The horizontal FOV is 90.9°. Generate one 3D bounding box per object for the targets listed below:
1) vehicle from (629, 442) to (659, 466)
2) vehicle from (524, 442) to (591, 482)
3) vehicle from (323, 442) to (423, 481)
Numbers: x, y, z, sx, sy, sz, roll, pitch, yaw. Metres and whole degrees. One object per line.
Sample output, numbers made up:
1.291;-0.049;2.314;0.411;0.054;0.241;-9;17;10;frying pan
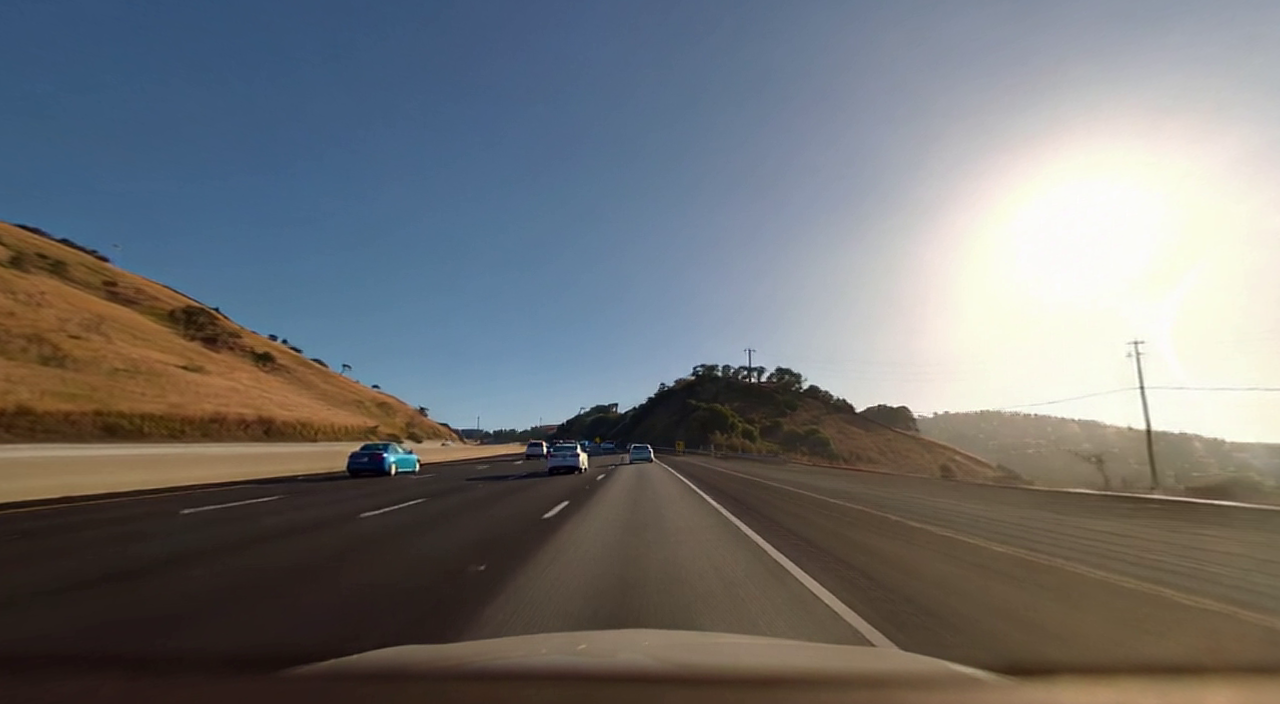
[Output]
0.333;7.555;47.067;2.138;1.674;4.044;0;-8;1;vehicle
-3.347;4.564;26.573;2.080;1.505;4.649;-1;-8;1;vehicle
-11.018;4.532;26.489;1.945;1.466;4.947;0;-8;1;vehicle
